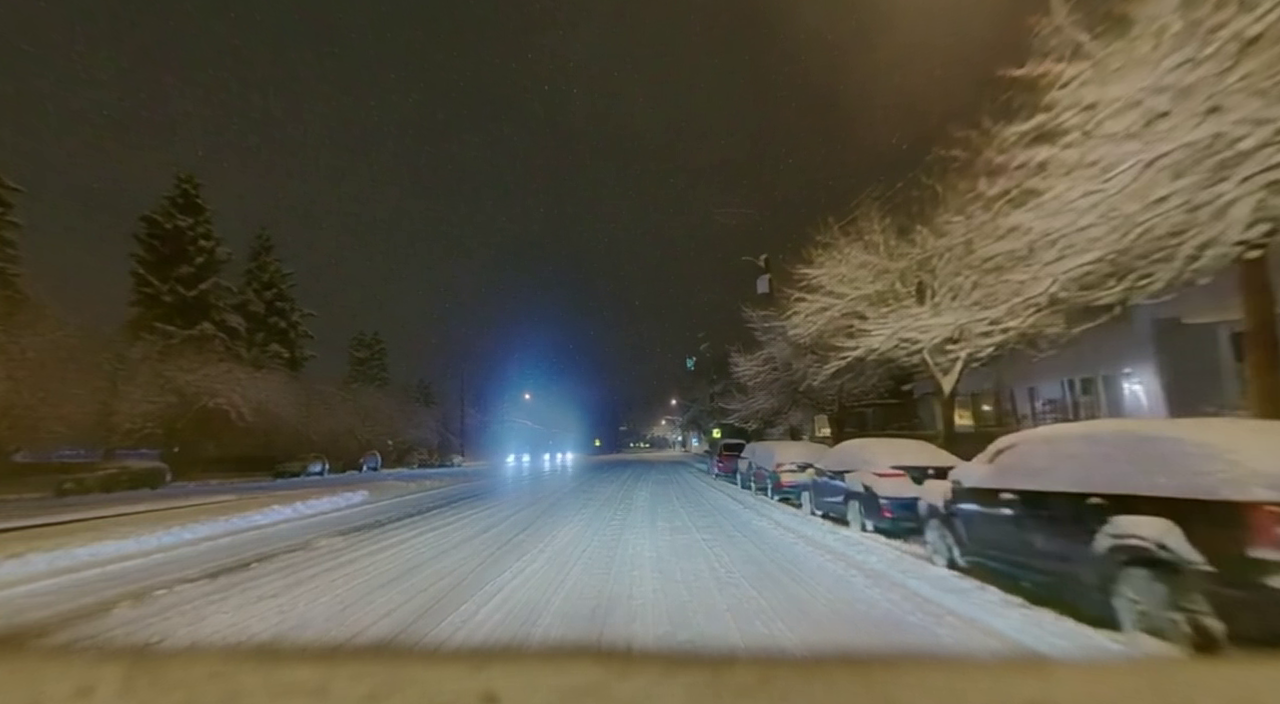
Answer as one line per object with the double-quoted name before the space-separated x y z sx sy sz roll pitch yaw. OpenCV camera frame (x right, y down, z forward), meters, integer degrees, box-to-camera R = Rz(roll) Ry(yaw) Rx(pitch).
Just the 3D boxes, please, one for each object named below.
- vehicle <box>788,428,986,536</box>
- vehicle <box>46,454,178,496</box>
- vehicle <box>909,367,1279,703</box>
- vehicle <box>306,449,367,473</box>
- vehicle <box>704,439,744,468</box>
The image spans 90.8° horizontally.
"vehicle" 4.164 2.255 11.549 1.823 1.576 4.323 0 -9 -1
"vehicle" -23.717 5.520 28.684 1.950 1.466 4.728 -2 -7 0
"vehicle" 4.186 1.234 5.072 1.978 1.744 4.332 0 -9 -2
"vehicle" -22.835 8.185 47.742 1.856 1.658 4.884 -1 -9 5
"vehicle" 5.024 6.149 38.316 1.991 1.635 4.323 -1 -9 3
